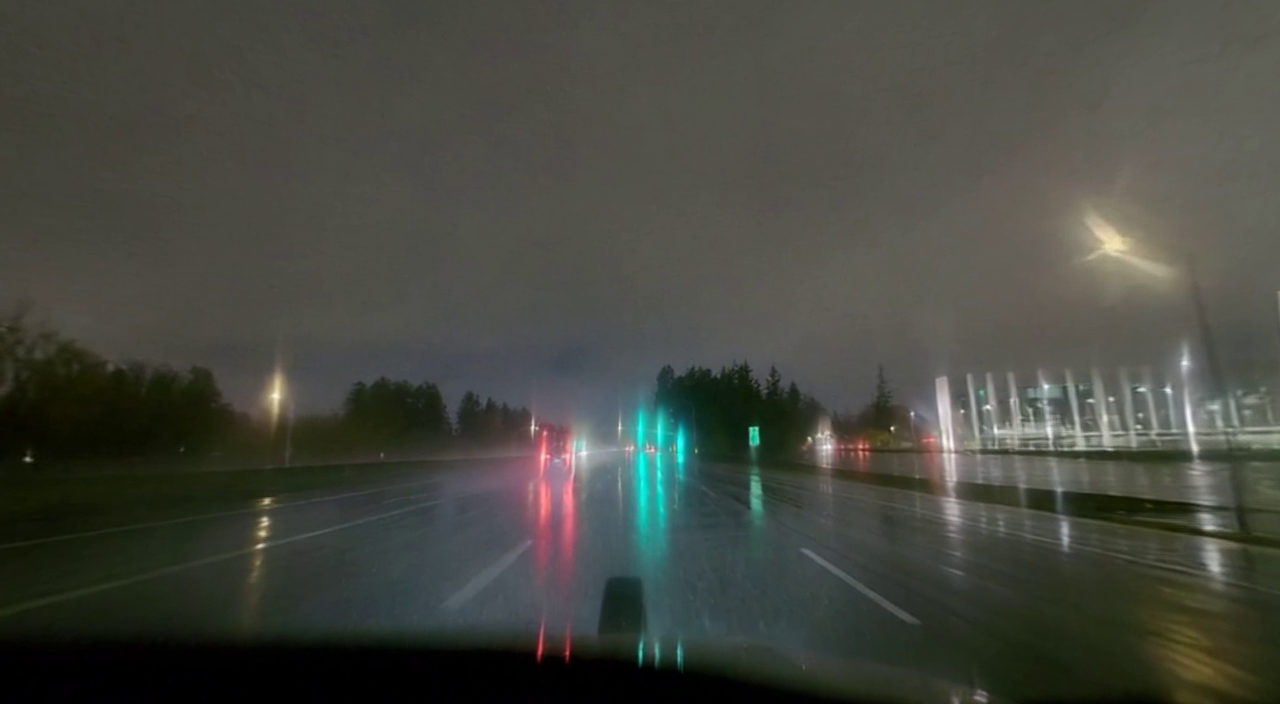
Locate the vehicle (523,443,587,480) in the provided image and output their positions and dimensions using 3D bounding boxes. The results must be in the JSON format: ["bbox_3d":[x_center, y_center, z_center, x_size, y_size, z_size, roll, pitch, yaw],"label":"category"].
[{"bbox_3d":[-3.574,4.712,27.346,2.128,1.450,4.078,0,-9,1],"label":"vehicle"}]
